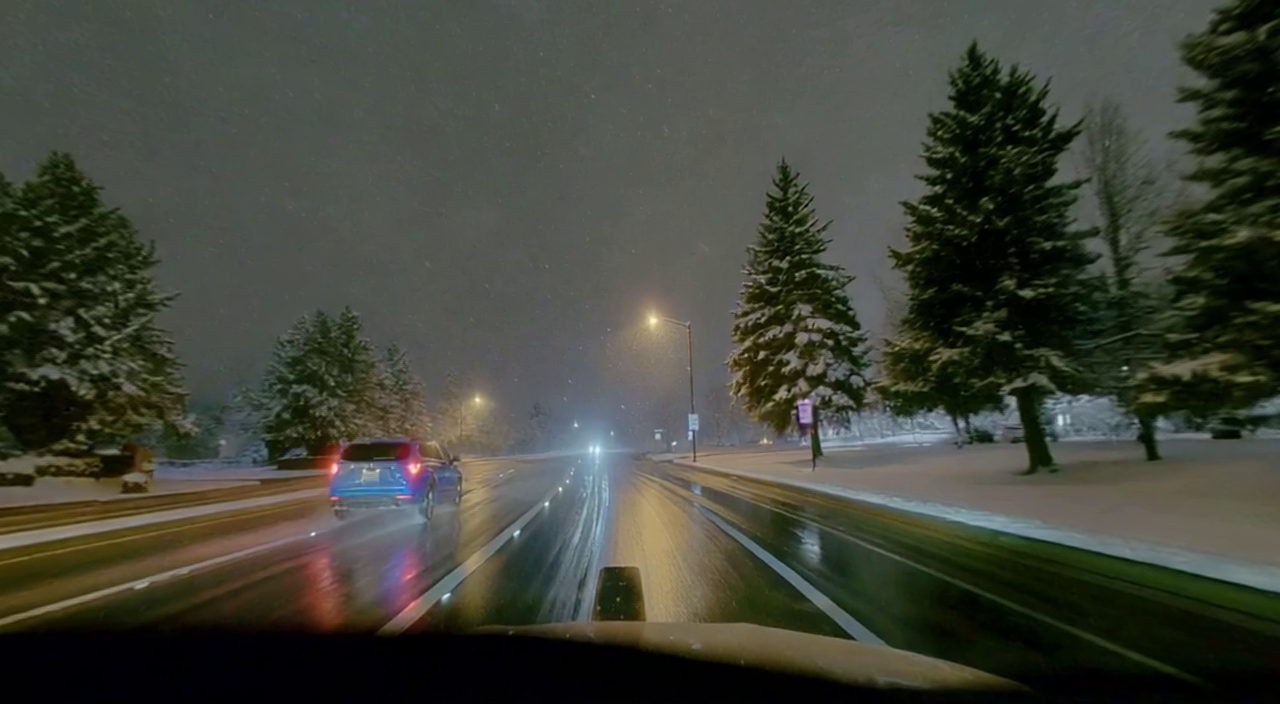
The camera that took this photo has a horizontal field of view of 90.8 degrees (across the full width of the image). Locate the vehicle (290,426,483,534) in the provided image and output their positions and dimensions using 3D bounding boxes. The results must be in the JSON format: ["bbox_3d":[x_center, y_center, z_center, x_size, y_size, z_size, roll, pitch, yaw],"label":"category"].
[{"bbox_3d":[-4.652,2.407,12.480,2.121,1.724,4.392,0,-9,-2],"label":"vehicle"}]
